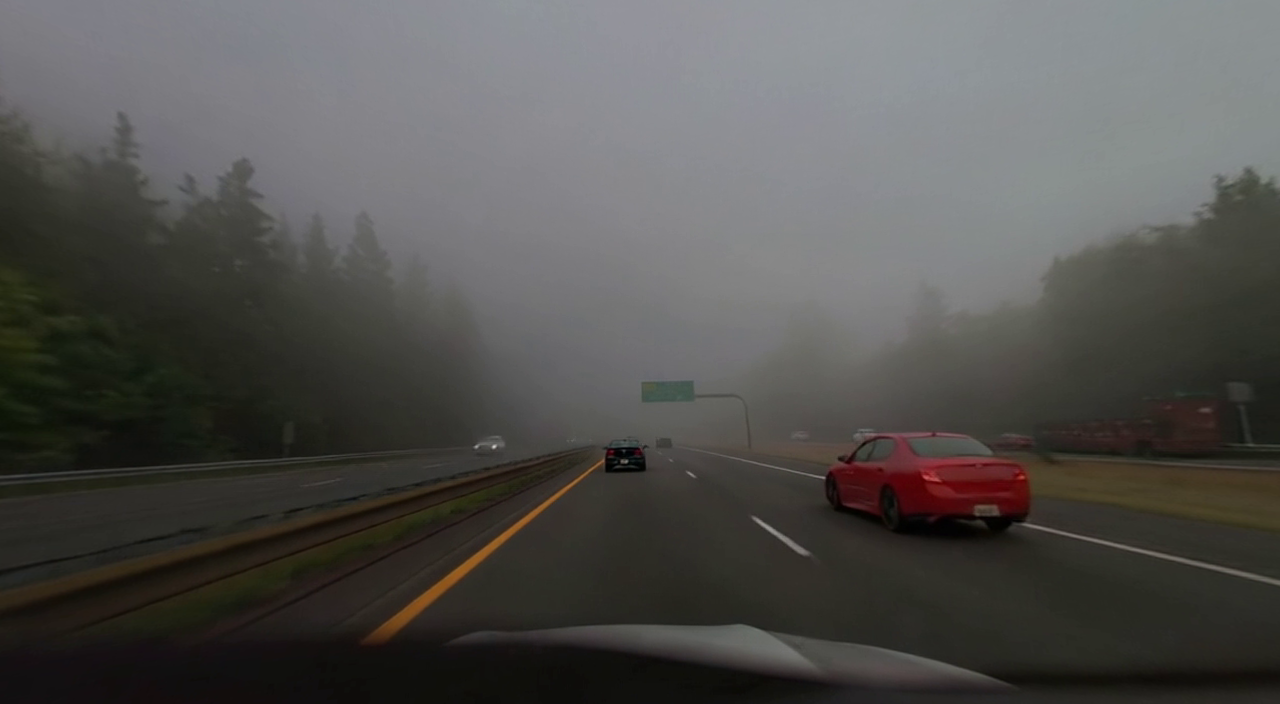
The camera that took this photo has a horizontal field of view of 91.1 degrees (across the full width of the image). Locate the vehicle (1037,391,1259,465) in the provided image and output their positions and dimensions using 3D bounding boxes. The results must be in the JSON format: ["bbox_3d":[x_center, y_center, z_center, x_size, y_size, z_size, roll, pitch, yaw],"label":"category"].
[{"bbox_3d":[33.585,5.260,43.274,2.846,4.056,15.175,-3,-7,1],"label":"vehicle"}]

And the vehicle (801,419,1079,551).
[{"bbox_3d":[4.060,1.838,9.527,2.010,1.508,4.285,0,-8,-2],"label":"vehicle"}]

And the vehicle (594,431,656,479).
[{"bbox_3d":[-0.478,3.454,21.394,1.897,1.479,3.724,0,-8,0],"label":"vehicle"}]
